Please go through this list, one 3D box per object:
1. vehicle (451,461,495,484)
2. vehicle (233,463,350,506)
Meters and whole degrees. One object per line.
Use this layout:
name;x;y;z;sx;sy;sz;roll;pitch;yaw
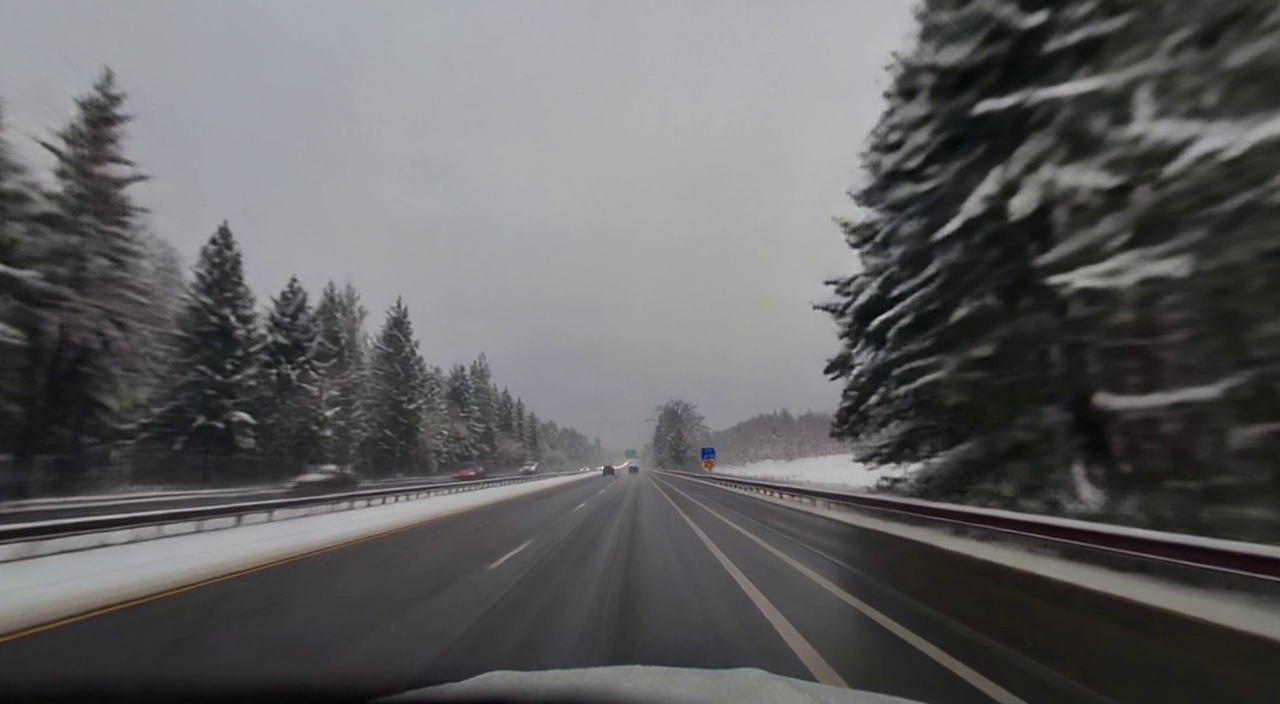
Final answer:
vehicle;-12.860;9.337;48.789;2.070;1.611;4.762;1;-11;0
vehicle;-13.428;5.126;24.672;1.944;1.453;4.544;1;-10;0
